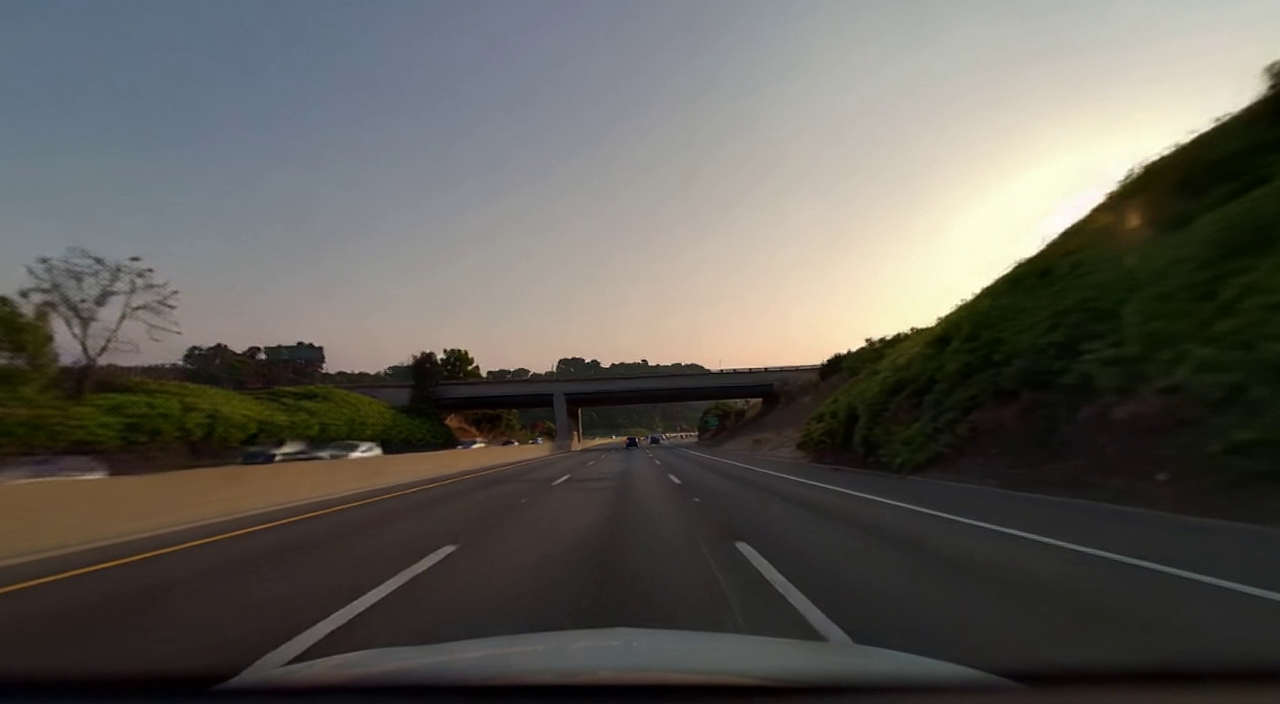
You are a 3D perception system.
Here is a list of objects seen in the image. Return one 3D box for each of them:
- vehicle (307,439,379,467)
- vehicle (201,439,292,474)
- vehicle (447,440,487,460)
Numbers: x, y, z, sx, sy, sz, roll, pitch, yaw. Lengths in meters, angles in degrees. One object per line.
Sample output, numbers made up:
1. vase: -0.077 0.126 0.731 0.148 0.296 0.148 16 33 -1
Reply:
1. vehicle: -16.704 5.675 35.761 1.903 1.503 4.536 0 -8 -1
2. vehicle: -20.859 5.505 33.650 1.981 1.729 4.491 0 -8 -1
3. vehicle: -13.313 7.517 48.750 1.931 1.431 4.313 0 -8 -1
